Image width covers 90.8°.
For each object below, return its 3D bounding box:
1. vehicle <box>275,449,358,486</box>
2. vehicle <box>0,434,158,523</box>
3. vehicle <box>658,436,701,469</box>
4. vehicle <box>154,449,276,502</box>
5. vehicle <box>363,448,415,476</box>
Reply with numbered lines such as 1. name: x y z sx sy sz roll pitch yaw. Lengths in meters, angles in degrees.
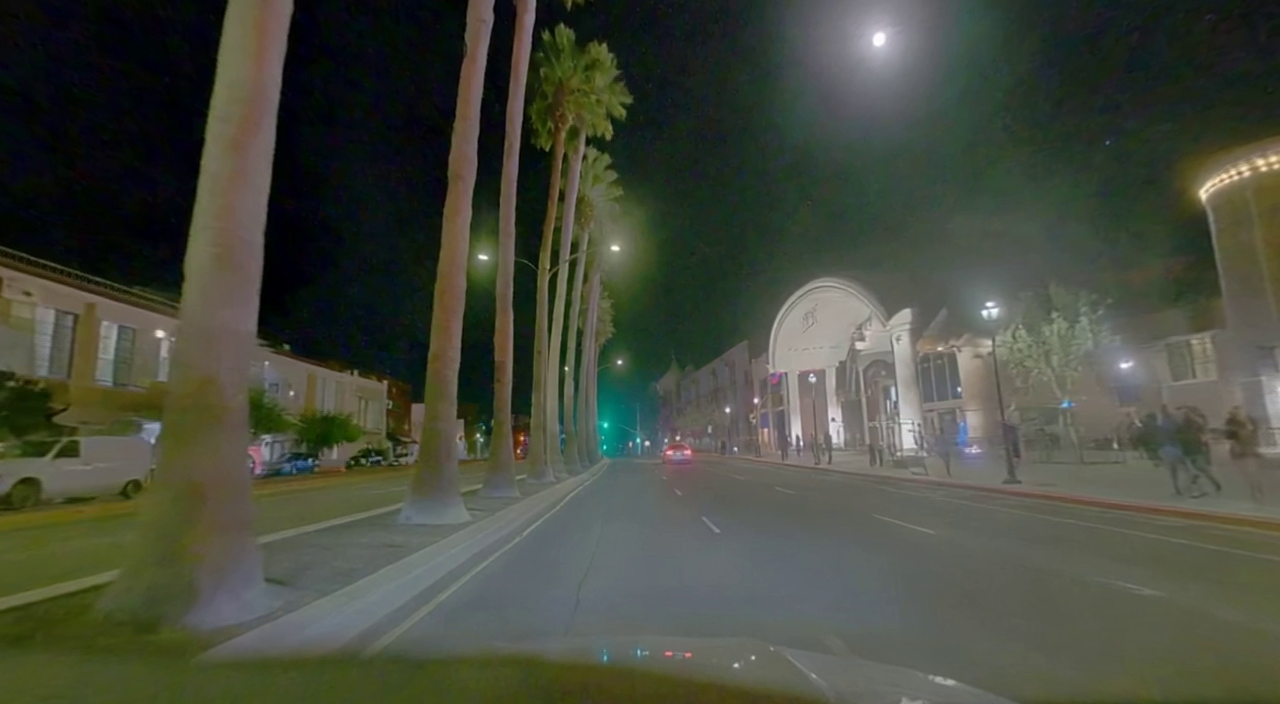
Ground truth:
1. vehicle: -18.179 6.488 35.841 2.049 1.878 5.125 0 -9 -2
2. vehicle: -18.070 3.712 19.115 2.369 2.332 5.760 0 -9 0
3. vehicle: 2.525 6.688 42.232 2.284 2.010 6.670 0 -9 -1
4. vehicle: -17.805 5.142 26.838 1.947 1.871 4.855 -4 -8 -1
5. vehicle: -18.517 8.105 46.844 2.136 1.890 4.670 -3 -8 -1
